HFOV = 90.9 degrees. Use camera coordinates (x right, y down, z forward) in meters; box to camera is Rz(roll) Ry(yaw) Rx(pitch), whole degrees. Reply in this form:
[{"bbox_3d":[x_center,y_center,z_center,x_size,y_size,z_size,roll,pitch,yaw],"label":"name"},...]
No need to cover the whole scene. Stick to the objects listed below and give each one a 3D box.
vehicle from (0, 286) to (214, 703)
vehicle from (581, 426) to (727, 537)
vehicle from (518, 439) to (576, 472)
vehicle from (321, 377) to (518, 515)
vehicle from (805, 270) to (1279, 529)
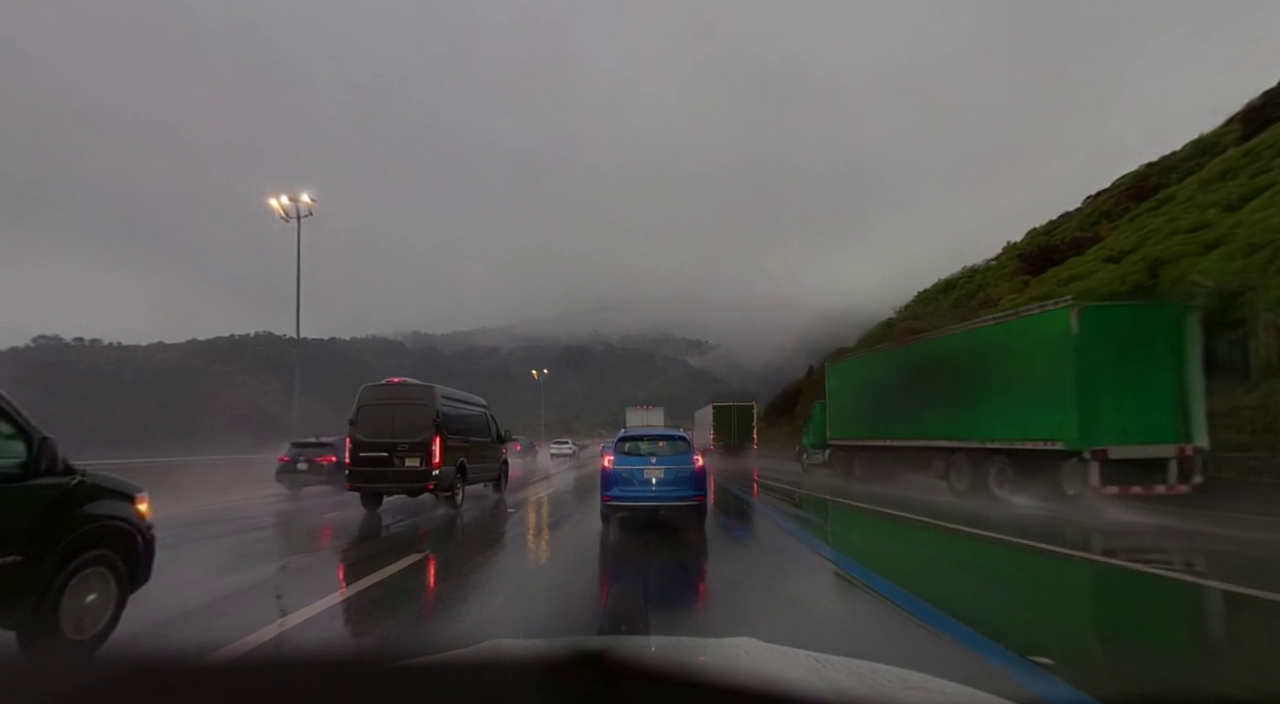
[{"bbox_3d":[-4.281,0.544,1.870,2.195,2.086,5.445,0,-8,0],"label":"vehicle"},{"bbox_3d":[0.153,2.071,10.679,2.003,1.499,3.930,0,-8,-1],"label":"vehicle"},{"bbox_3d":[-4.321,4.892,30.020,2.007,1.457,4.447,-1,-8,1],"label":"vehicle"},{"bbox_3d":[-4.595,2.136,14.467,2.300,2.522,5.701,-1,-8,1],"label":"vehicle"},{"bbox_3d":[7.547,1.483,15.071,2.977,3.878,11.111,1,-8,-7],"label":"vehicle"}]
